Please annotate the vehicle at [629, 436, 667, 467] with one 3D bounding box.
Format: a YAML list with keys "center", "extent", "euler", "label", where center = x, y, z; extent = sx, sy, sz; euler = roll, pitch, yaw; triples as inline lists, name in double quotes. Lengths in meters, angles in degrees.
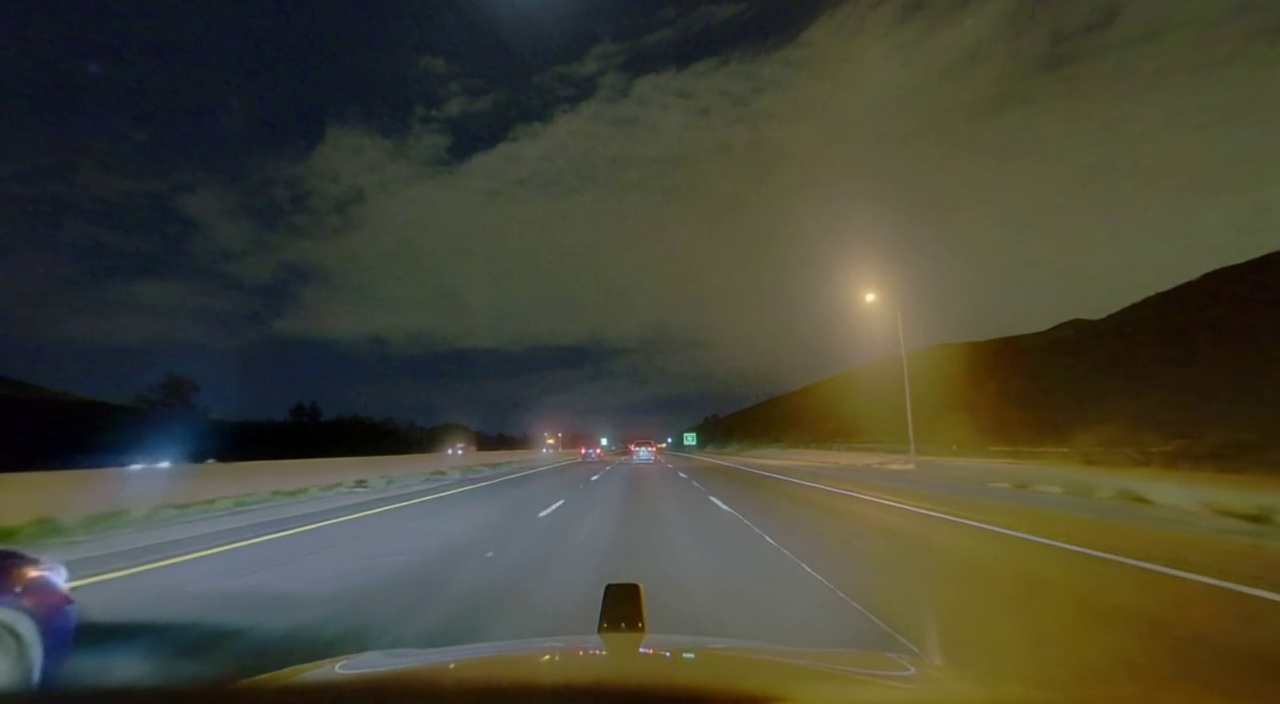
- center: [0.461, 6.282, 39.798]
  extent: [2.272, 1.836, 4.866]
  euler: [0, -8, 0]
  label: "vehicle"

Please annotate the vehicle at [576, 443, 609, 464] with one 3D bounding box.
- center: [-3.519, 7.567, 47.000]
  extent: [2.082, 1.485, 4.237]
  euler: [0, -8, 1]
  label: "vehicle"
